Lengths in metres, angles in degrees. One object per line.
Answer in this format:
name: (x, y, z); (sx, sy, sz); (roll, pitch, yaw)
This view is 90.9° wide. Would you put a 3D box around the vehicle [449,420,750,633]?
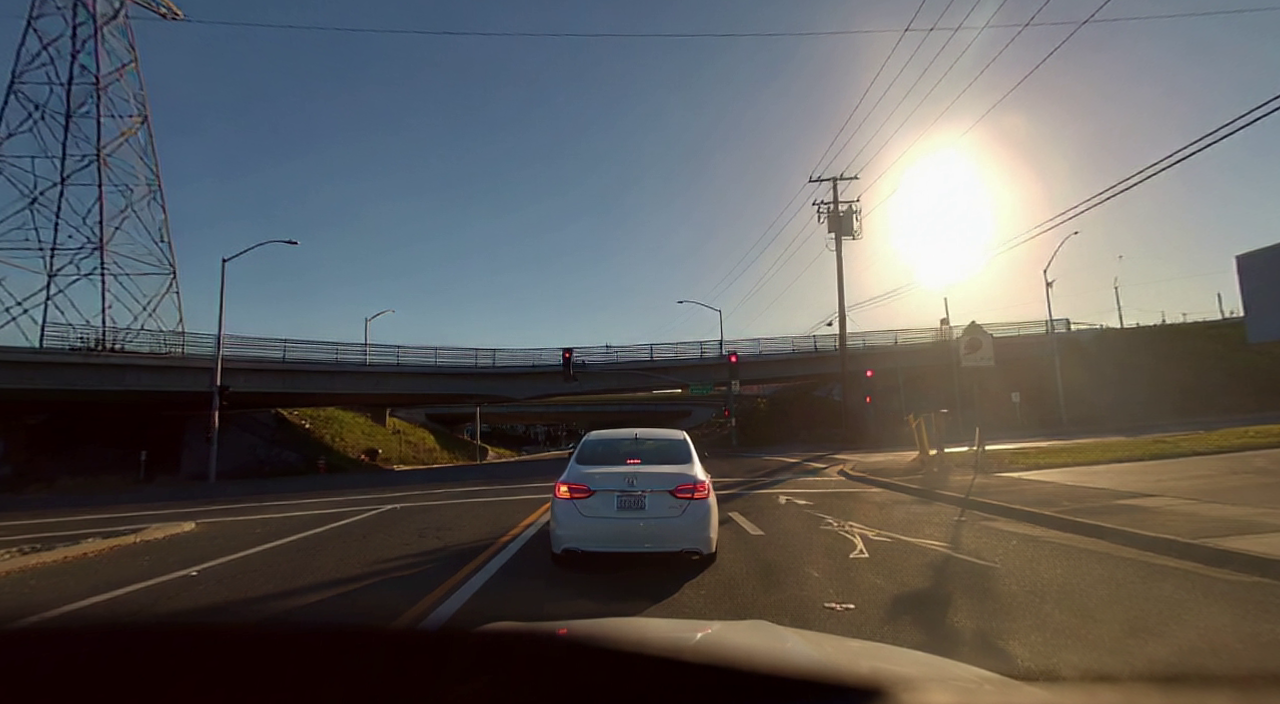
vehicle: (-0.248, 1.525, 6.462); (2.090, 1.458, 4.033); (-1, -9, 1)
